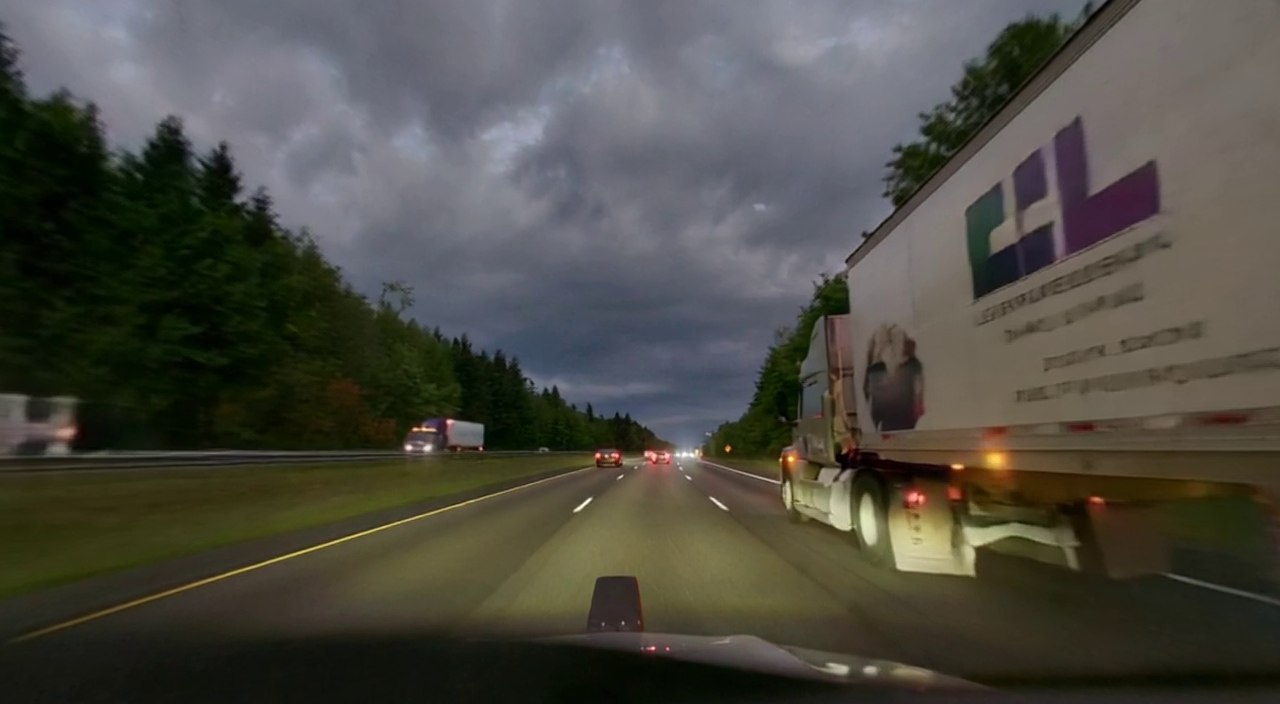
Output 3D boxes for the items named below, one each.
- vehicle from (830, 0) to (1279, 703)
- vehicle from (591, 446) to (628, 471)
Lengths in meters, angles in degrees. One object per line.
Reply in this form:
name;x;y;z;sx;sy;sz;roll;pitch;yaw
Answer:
vehicle;4.058;-0.496;0.992;3.057;3.993;13.914;0;-9;-1
vehicle;-2.109;7.647;45.351;2.205;1.728;4.397;-1;-9;3
